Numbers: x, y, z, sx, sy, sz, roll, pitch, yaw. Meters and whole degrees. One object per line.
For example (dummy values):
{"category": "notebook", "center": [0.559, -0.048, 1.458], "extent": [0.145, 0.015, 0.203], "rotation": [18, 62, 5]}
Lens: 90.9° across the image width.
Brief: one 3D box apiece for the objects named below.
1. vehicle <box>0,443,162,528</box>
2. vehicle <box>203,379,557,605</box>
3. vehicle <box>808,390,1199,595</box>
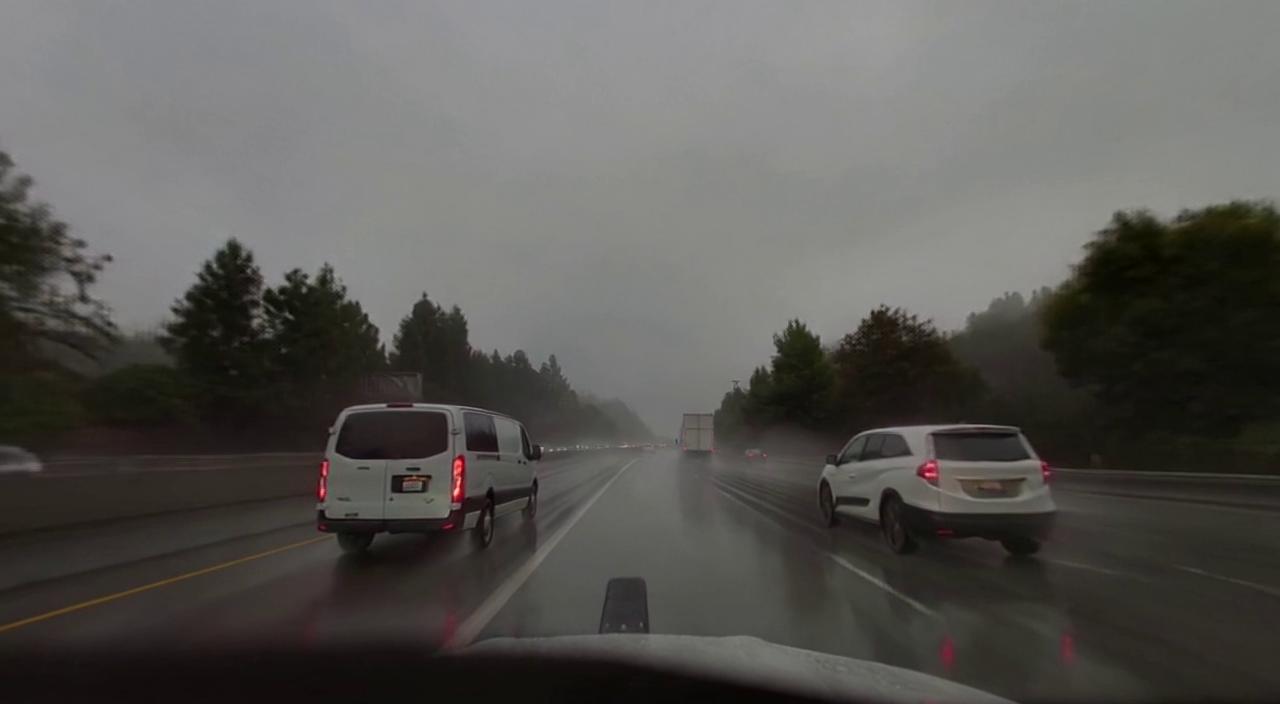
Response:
{"category": "vehicle", "center": [-11.897, 2.560, 12.604], "extent": [1.705, 1.445, 3.705], "rotation": [0, -8, 1]}
{"category": "vehicle", "center": [-2.595, 1.589, 8.164], "extent": [2.159, 1.922, 5.345], "rotation": [0, -8, 2]}
{"category": "vehicle", "center": [3.965, 1.628, 8.199], "extent": [2.209, 1.862, 4.717], "rotation": [0, -8, -1]}
